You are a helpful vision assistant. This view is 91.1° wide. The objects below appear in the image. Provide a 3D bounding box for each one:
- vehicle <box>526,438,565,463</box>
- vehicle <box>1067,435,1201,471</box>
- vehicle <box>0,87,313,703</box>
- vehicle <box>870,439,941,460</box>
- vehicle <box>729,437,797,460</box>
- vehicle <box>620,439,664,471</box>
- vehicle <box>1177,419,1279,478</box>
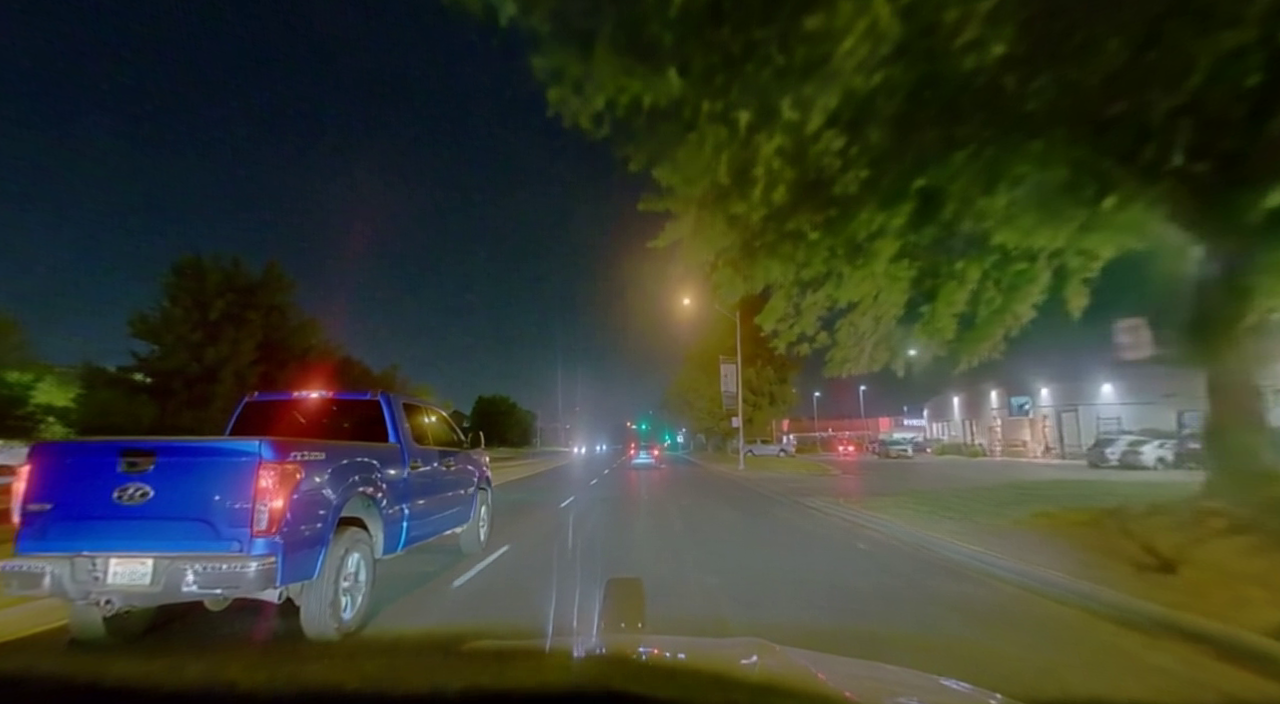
[{"bbox_3d":[-7.284,7.629,48.902,2.146,1.788,5.153,-1,-8,0],"label":"vehicle"},{"bbox_3d":[22.124,4.553,28.371,4.437,1.485,2.027,-5,-9,31],"label":"vehicle"},{"bbox_3d":[-3.471,0.294,1.183,2.733,2.495,5.037,-1,-8,3],"label":"vehicle"},{"bbox_3d":[20.955,7.682,49.633,4.836,1.567,2.051,-6,-10,31],"label":"vehicle"},{"bbox_3d":[9.790,7.657,49.965,5.109,1.735,1.997,3,-9,-25],"label":"vehicle"},{"bbox_3d":[0.098,5.503,33.722,2.191,1.530,4.470,-1,-8,0],"label":"vehicle"},{"bbox_3d":[20.372,3.044,19.958,4.501,1.780,2.082,-5,-10,29],"label":"vehicle"}]
